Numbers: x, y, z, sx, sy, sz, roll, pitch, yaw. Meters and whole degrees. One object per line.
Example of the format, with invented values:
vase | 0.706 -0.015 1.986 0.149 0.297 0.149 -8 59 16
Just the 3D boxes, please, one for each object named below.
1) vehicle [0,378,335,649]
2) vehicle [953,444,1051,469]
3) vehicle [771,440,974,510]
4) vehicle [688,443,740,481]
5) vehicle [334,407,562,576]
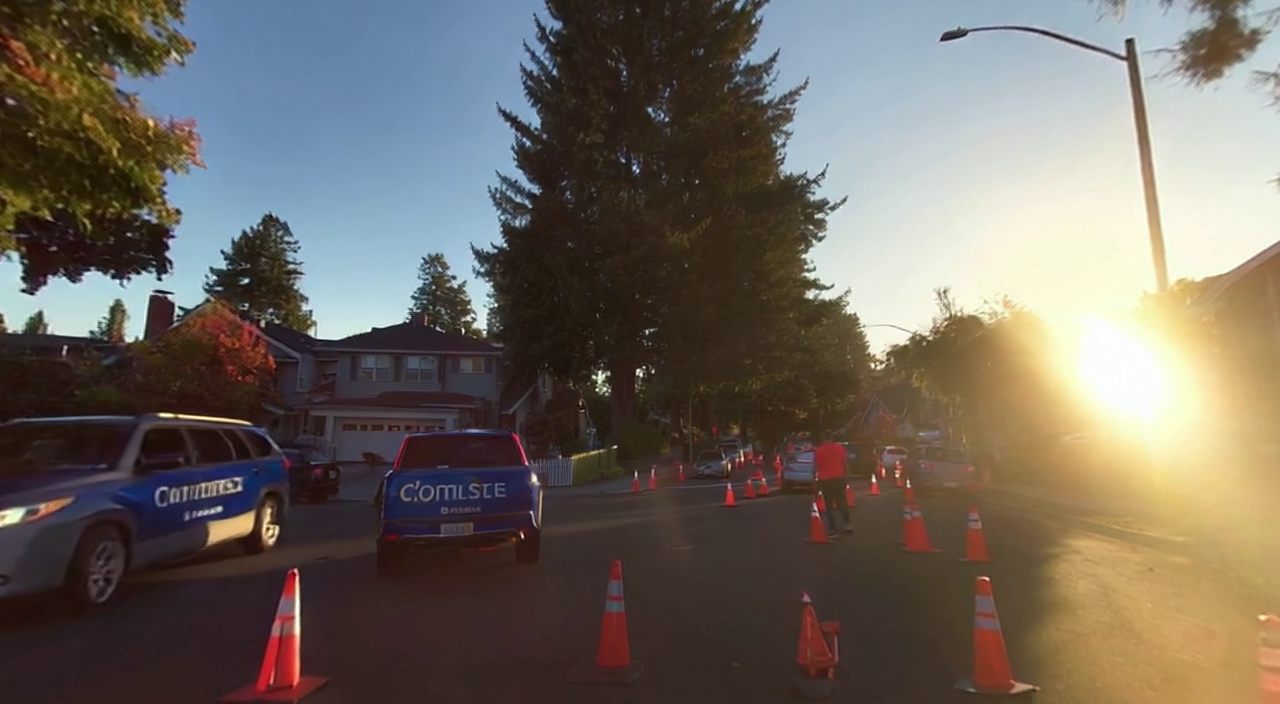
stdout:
vehicle | -5.645 1.483 6.882 2.471 1.892 4.952 1 -9 -5
vehicle | 23.237 6.729 40.737 5.066 1.534 1.905 -2 -9 10
vehicle | 6.112 3.173 16.780 4.656 1.577 2.099 1 -8 -17
vehicle | 3.839 5.515 32.040 2.014 1.742 4.297 -2 -9 14
vehicle | -2.664 1.794 8.941 2.350 1.748 4.094 3 -9 -17
